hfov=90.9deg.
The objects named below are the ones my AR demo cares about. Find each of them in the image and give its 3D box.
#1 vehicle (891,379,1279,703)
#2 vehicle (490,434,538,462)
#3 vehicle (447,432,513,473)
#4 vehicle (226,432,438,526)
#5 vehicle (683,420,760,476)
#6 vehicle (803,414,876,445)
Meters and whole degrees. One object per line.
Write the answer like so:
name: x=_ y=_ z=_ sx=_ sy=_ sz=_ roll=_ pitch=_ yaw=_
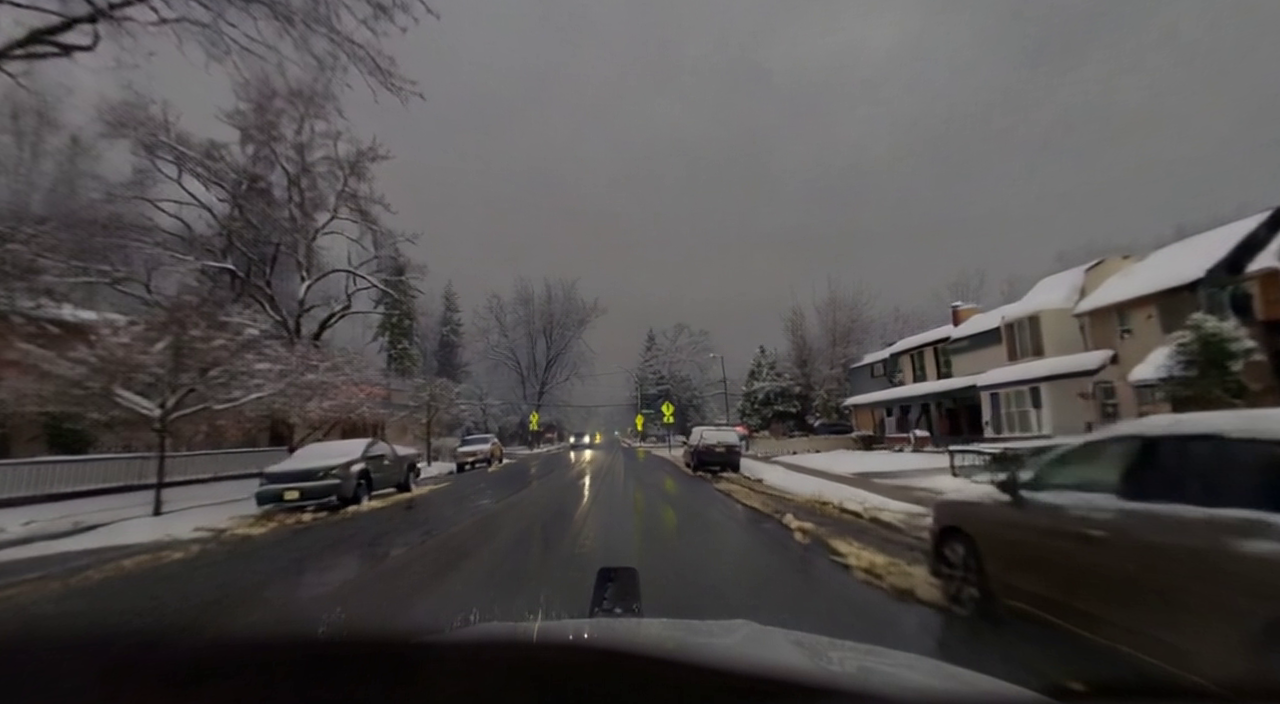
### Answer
vehicle: x=3.249 y=0.979 z=3.089 sx=1.875 sy=1.568 sz=4.899 roll=0 pitch=-7 yaw=-2
vehicle: x=-6.823 y=5.244 z=34.571 sx=1.919 sy=1.464 sz=4.155 roll=0 pitch=-8 yaw=-2
vehicle: x=-6.456 y=4.062 z=25.828 sx=1.842 sy=1.540 sz=3.704 roll=0 pitch=-8 yaw=-2
vehicle: x=-5.916 y=2.432 z=13.105 sx=1.972 sy=1.502 sz=5.530 roll=0 pitch=-7 yaw=-4
vehicle: x=2.637 y=3.221 z=21.486 sx=1.997 sy=1.663 sz=4.544 roll=0 pitch=-8 yaw=0
vehicle: x=12.578 y=4.906 z=39.687 sx=4.184 sy=1.817 sz=2.026 roll=-4 pitch=-8 yaw=21
